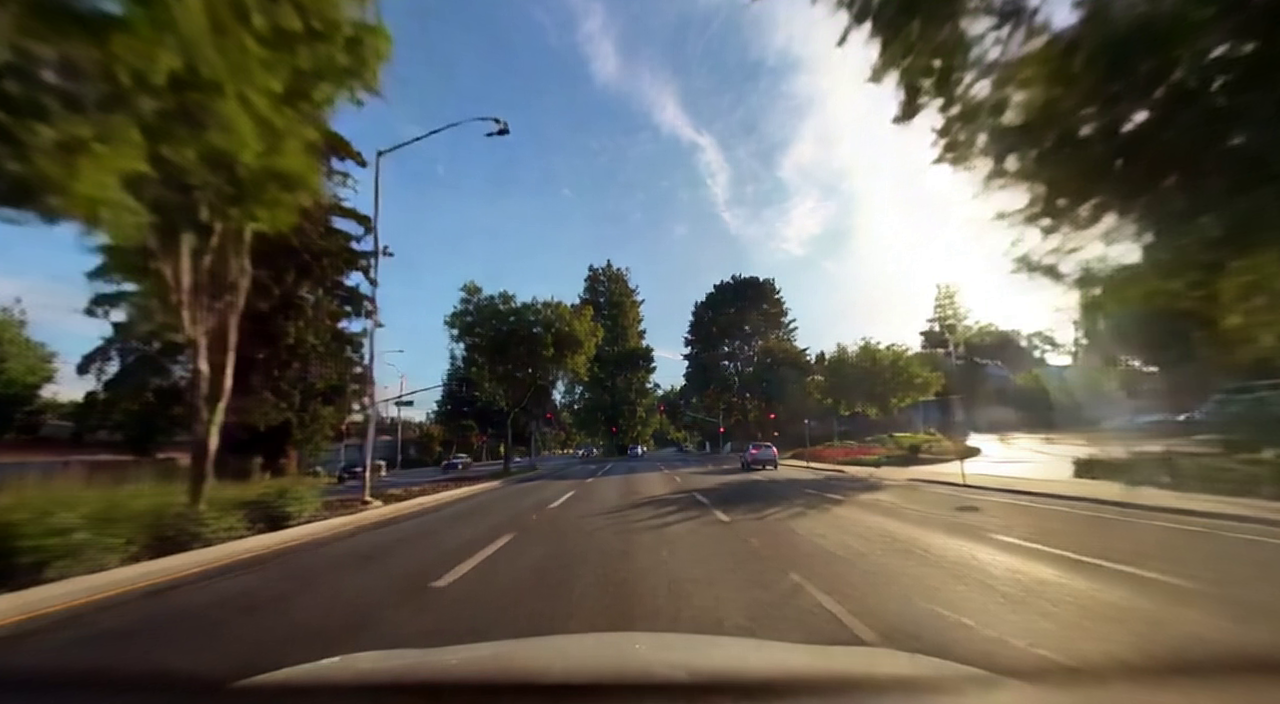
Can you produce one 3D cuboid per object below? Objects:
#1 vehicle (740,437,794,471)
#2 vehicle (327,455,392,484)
[{"bbox_3d":[6.970,5.643,35.112,2.011,1.710,4.357,0,-8,-1],"label":"vehicle"},{"bbox_3d":[-17.626,7.395,39.942,1.883,1.583,4.342,-3,-9,4],"label":"vehicle"}]
